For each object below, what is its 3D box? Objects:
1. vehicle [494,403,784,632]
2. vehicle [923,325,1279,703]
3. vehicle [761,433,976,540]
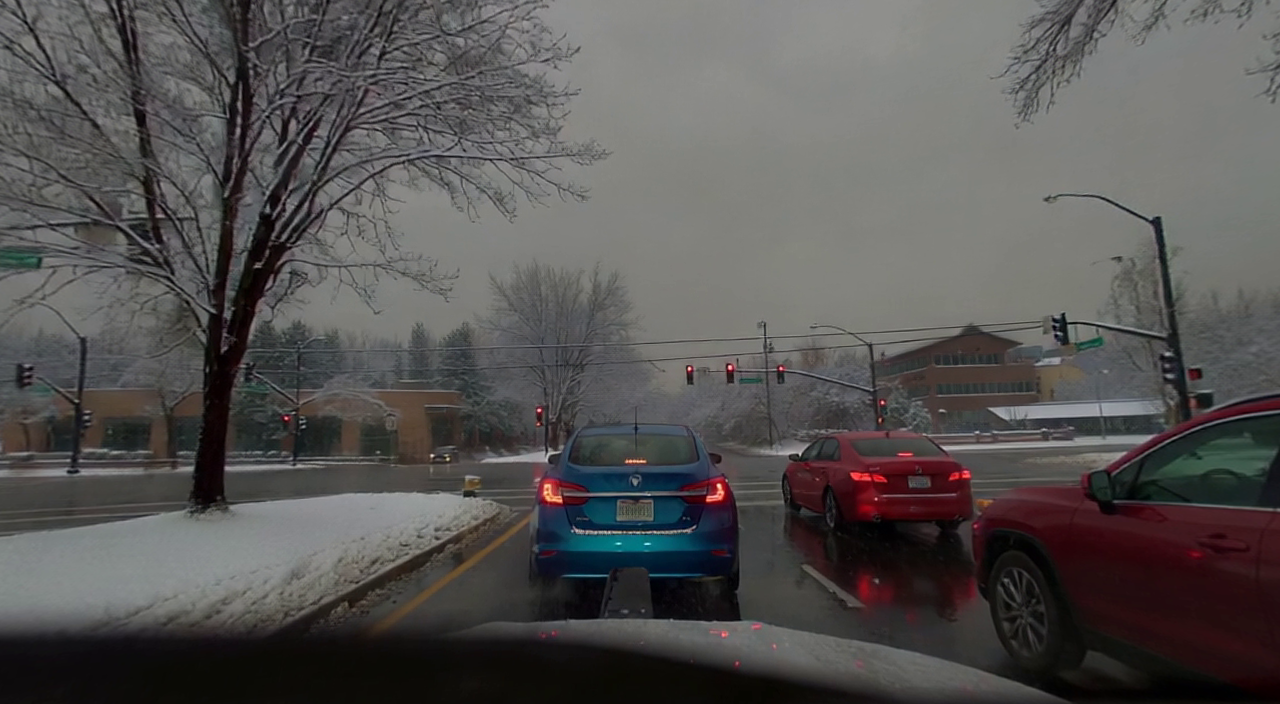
[{"bbox_3d":[-0.021,1.475,6.502,2.074,1.631,3.793,0,-9,0],"label":"vehicle"},{"bbox_3d":[3.721,0.934,3.430,2.162,1.829,4.519,0,-9,-1],"label":"vehicle"},{"bbox_3d":[3.688,2.262,11.299,2.054,1.482,4.654,0,-9,-1],"label":"vehicle"}]
